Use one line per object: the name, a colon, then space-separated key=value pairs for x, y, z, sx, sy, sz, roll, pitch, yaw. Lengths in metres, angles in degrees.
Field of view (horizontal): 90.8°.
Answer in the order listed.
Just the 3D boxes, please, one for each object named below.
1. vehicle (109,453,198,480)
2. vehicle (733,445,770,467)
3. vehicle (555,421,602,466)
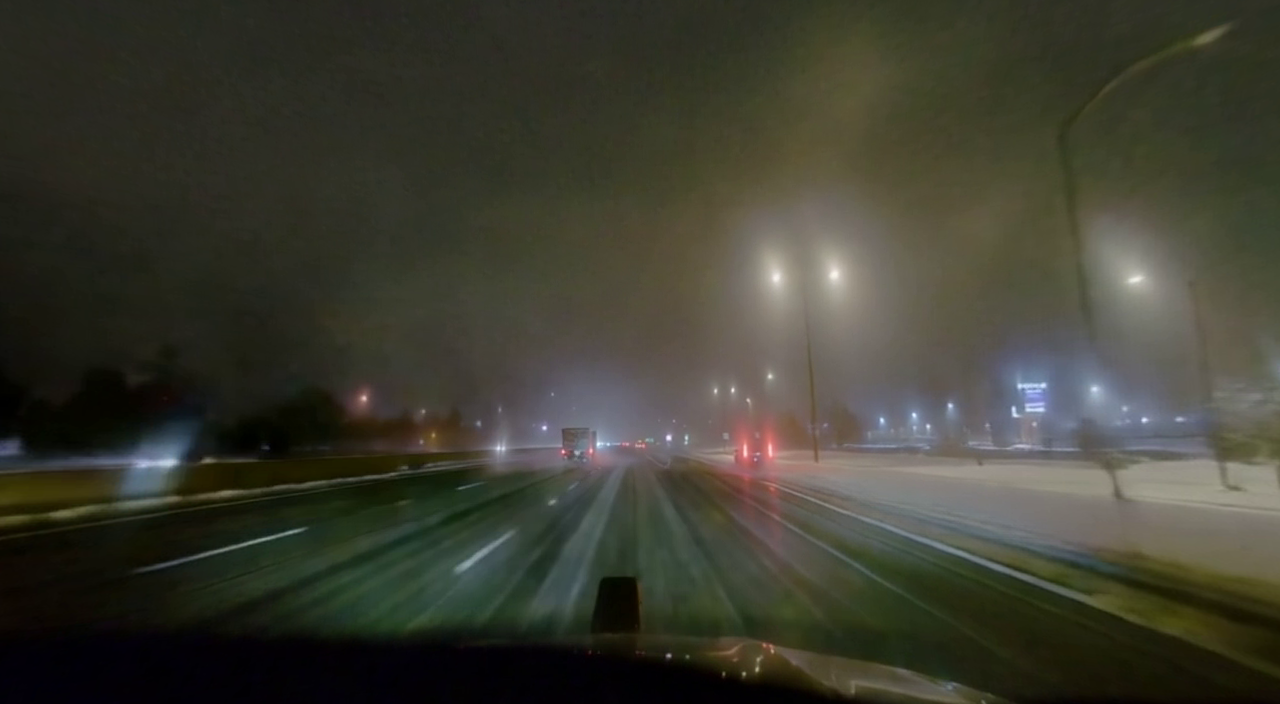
vehicle: x=-30.032 y=7.048 z=39.215 sx=1.937 sy=1.487 sz=4.552 roll=0 pitch=-9 yaw=-1
vehicle: x=8.257 y=7.704 z=47.006 sx=2.035 sy=1.491 sz=4.246 roll=0 pitch=-9 yaw=1
vehicle: x=-4.312 y=6.634 z=45.607 sx=2.881 sy=2.937 sz=7.045 roll=0 pitch=-9 yaw=-2
